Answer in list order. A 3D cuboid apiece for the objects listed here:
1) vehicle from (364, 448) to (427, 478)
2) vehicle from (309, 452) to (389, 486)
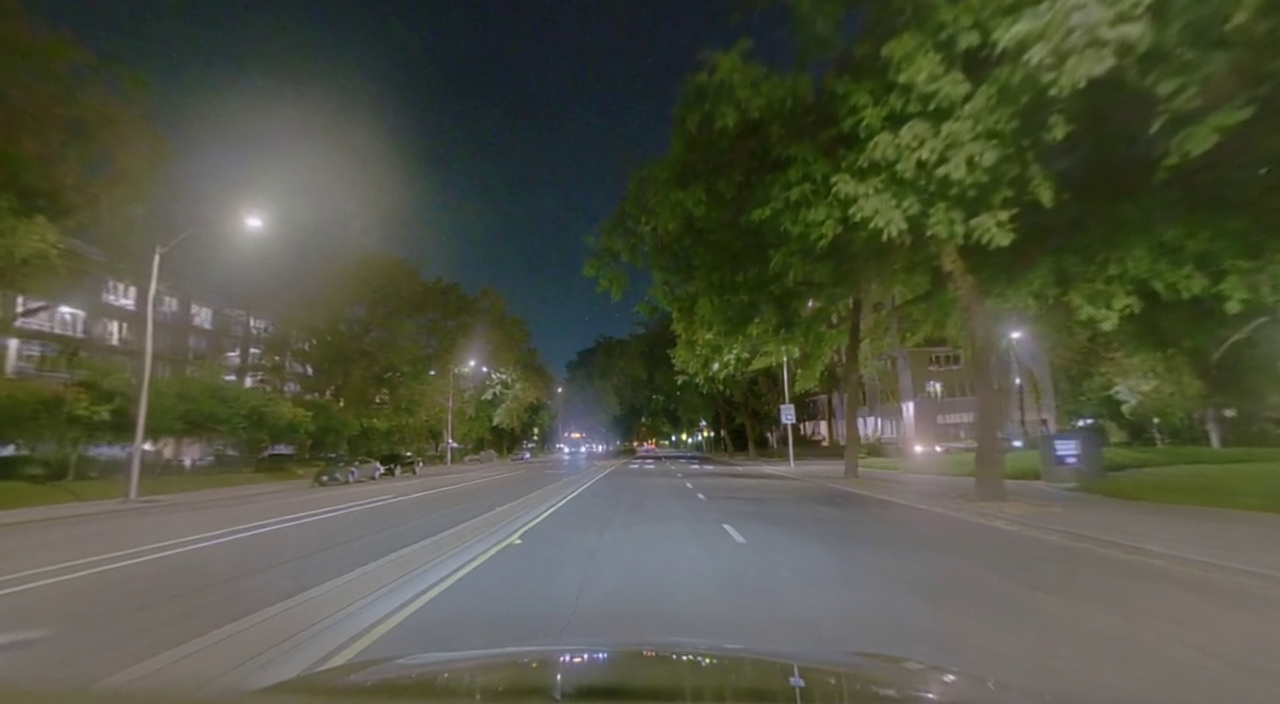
[{"bbox_3d":[-13.908,6.315,36.096,1.816,1.567,3.957,-1,-8,3],"label":"vehicle"},{"bbox_3d":[-13.988,5.628,30.579,1.835,1.434,4.325,0,-8,0],"label":"vehicle"}]
